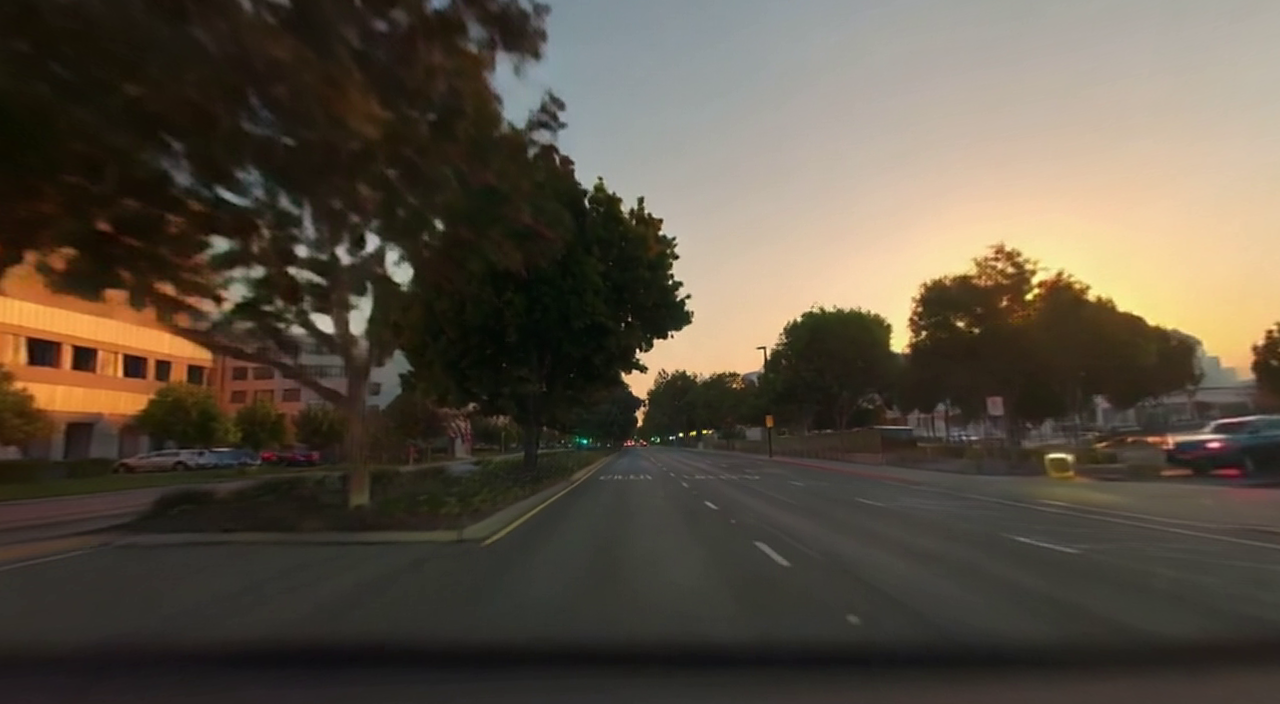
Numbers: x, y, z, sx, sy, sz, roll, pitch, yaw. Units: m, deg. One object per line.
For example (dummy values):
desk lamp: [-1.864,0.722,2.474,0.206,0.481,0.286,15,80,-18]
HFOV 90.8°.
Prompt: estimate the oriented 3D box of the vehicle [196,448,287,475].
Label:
vehicle: [-26.615,7.330,42.318,4.673,1.717,2.044,0,-9,1]

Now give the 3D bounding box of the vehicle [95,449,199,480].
vehicle: [-32.319,7.316,41.502,2.122,1.886,4.993,-10,-13,44]

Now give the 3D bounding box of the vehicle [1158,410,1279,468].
vehicle: [20.025,2.823,20.383,4.656,1.752,2.309,1,-9,-4]
